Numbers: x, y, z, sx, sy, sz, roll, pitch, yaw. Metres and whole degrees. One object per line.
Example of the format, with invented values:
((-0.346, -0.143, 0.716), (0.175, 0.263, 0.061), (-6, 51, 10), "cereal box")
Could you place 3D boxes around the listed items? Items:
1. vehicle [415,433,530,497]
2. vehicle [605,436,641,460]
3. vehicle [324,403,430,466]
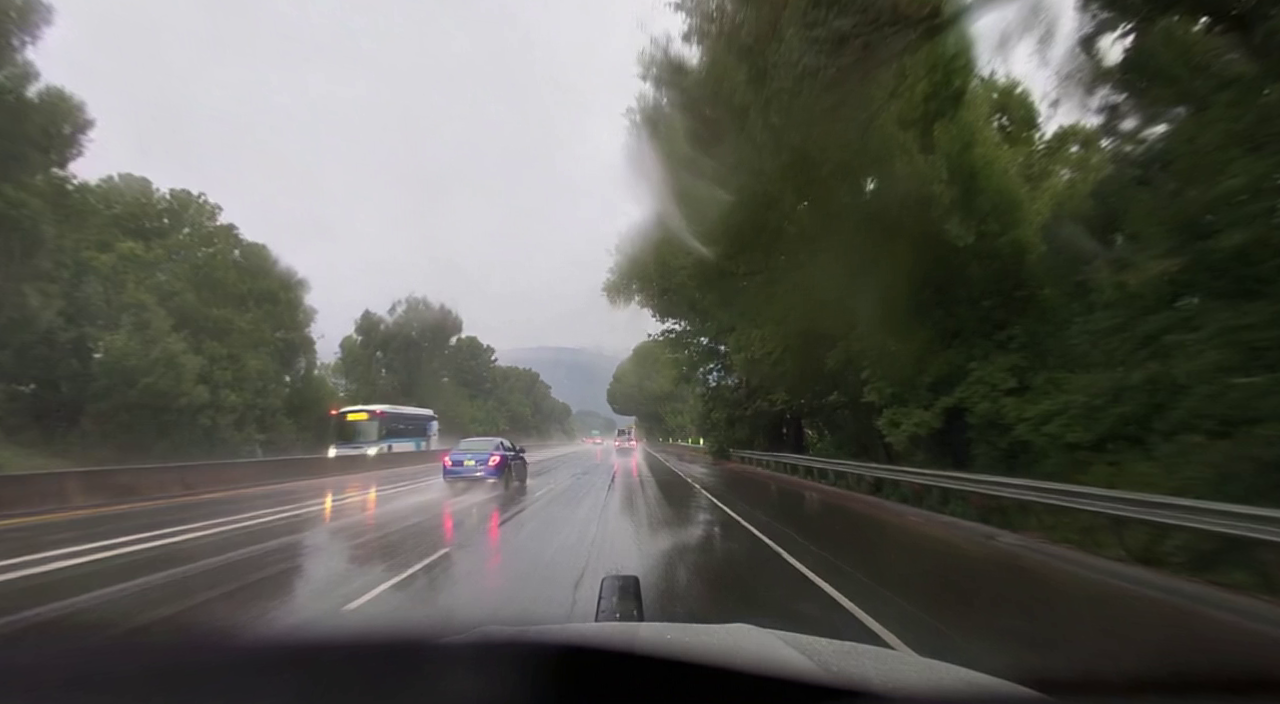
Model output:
((-4.192, 2.874, 16.514), (1.907, 1.445, 4.049), (0, -8, 0), "vehicle")
((-1.068, 6.136, 40.448), (2.162, 1.460, 4.242), (0, -8, -1), "vehicle")
((-17.542, 5.648, 43.100), (3.018, 3.781, 10.320), (0, -8, -2), "vehicle")
